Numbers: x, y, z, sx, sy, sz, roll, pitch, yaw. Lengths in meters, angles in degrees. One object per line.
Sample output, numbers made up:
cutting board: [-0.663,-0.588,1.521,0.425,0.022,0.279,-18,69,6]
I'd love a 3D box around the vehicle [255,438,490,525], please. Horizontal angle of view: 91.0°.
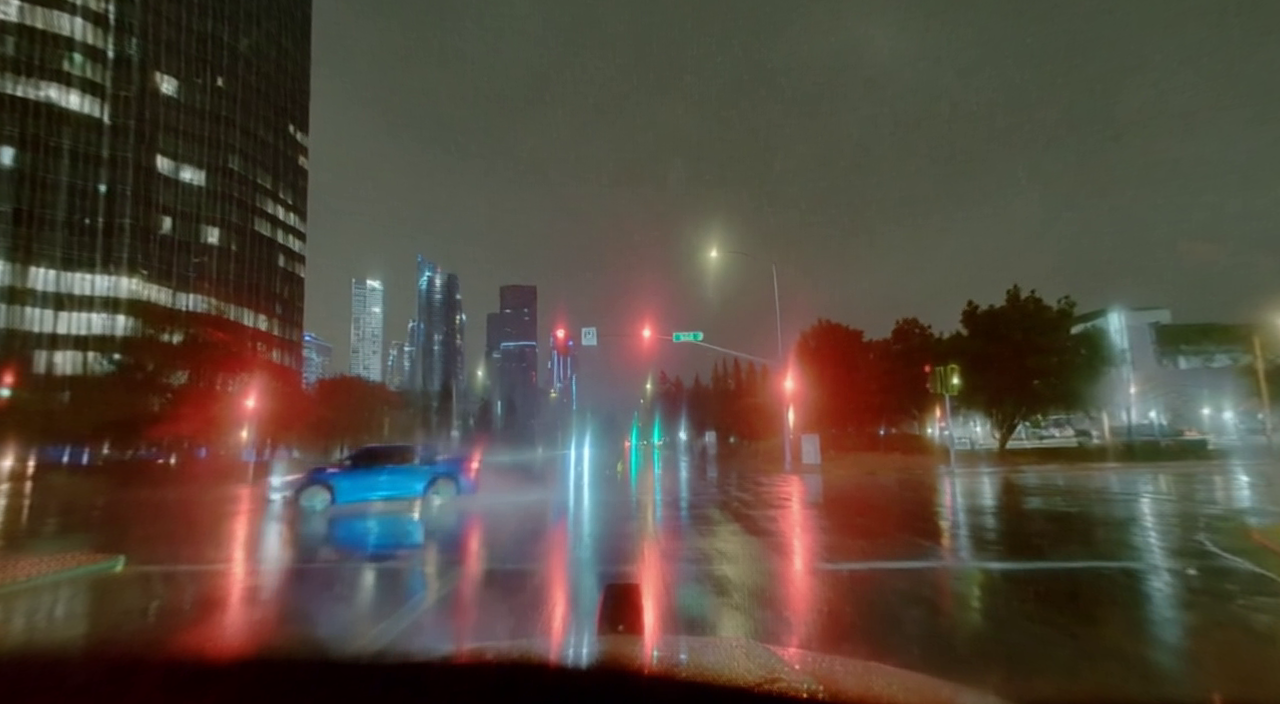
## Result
vehicle: [-5.715,2.718,13.762,4.218,1.572,2.065,8,-12,-41]
